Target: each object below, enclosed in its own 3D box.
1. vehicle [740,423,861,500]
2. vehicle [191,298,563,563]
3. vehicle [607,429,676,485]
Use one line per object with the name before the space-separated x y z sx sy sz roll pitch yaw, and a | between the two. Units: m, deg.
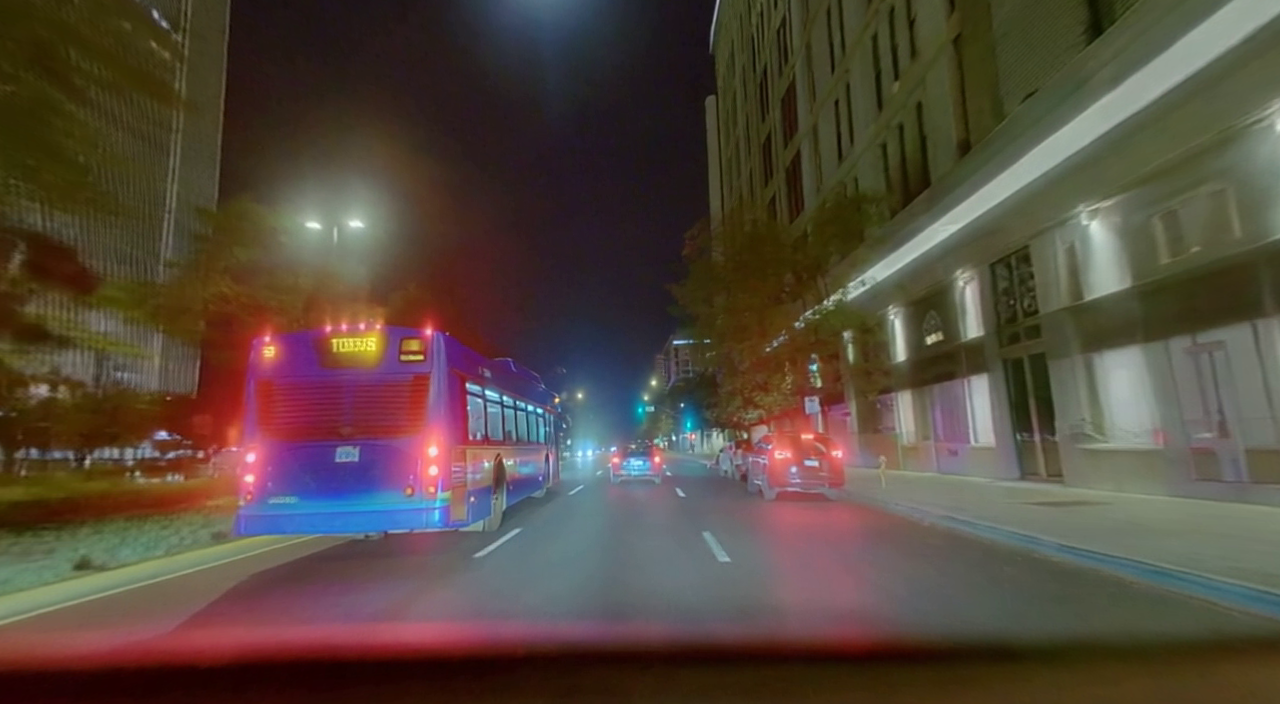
vehicle | 4.095 2.896 16.999 2.138 1.787 4.522 0 -9 1
vehicle | -3.338 1.465 11.148 2.920 2.884 8.588 0 -9 -1
vehicle | 0.070 3.547 21.548 2.120 1.727 3.917 0 -9 1
